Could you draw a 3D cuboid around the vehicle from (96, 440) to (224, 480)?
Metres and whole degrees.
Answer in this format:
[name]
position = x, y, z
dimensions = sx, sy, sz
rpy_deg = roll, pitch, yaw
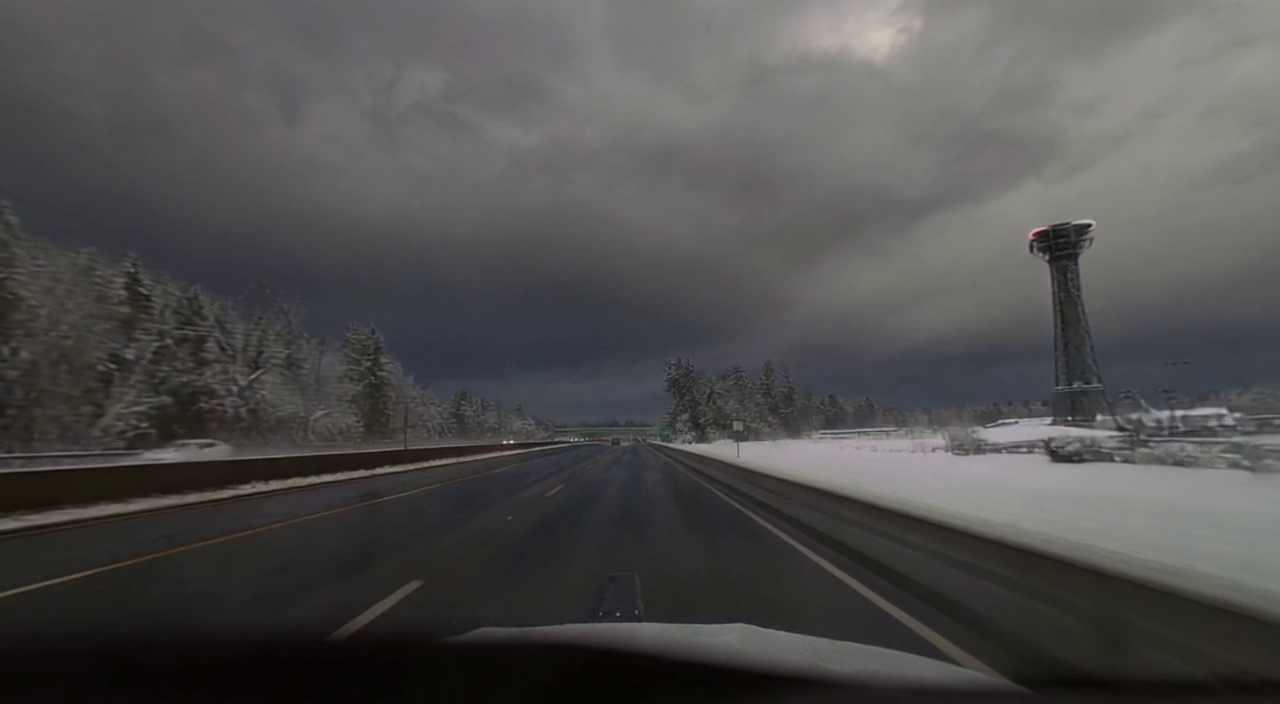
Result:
[vehicle]
position = -20.583, 4.613, 27.255
dimensions = 1.903, 1.517, 4.590
rpy_deg = 0, -8, 0
